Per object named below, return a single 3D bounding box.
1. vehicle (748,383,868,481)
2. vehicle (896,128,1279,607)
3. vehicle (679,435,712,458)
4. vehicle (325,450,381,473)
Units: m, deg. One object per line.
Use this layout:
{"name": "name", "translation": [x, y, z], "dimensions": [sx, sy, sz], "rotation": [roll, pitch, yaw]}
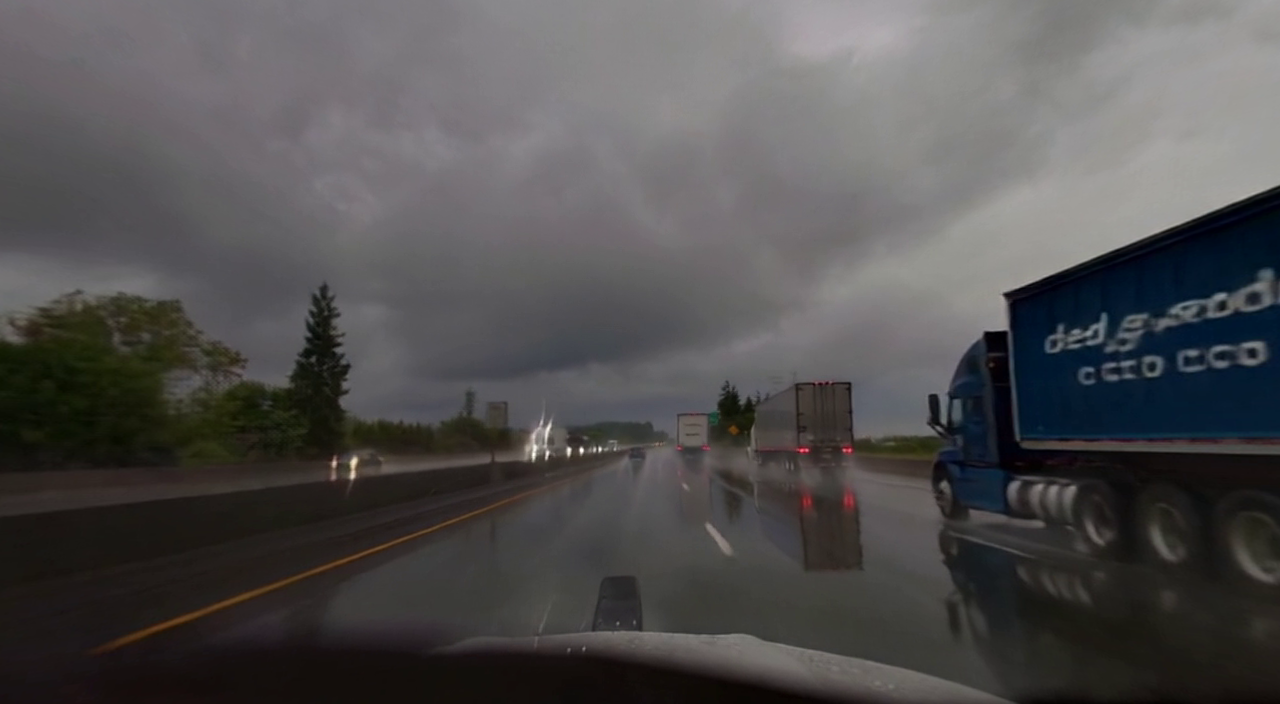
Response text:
{"name": "vehicle", "translation": [8.164, 4.221, 33.081], "dimensions": [2.843, 4.053, 13.777], "rotation": [0, -8, 2]}
{"name": "vehicle", "translation": [6.714, 0.483, 7.833], "dimensions": [2.920, 3.860, 10.035], "rotation": [0, -8, 1]}
{"name": "vehicle", "translation": [4.097, 7.081, 47.298], "dimensions": [2.120, 1.651, 4.639], "rotation": [0, -8, 1]}
{"name": "vehicle", "translation": [-20.787, 7.952, 45.772], "dimensions": [1.820, 1.470, 4.427], "rotation": [-1, -8, 2]}
